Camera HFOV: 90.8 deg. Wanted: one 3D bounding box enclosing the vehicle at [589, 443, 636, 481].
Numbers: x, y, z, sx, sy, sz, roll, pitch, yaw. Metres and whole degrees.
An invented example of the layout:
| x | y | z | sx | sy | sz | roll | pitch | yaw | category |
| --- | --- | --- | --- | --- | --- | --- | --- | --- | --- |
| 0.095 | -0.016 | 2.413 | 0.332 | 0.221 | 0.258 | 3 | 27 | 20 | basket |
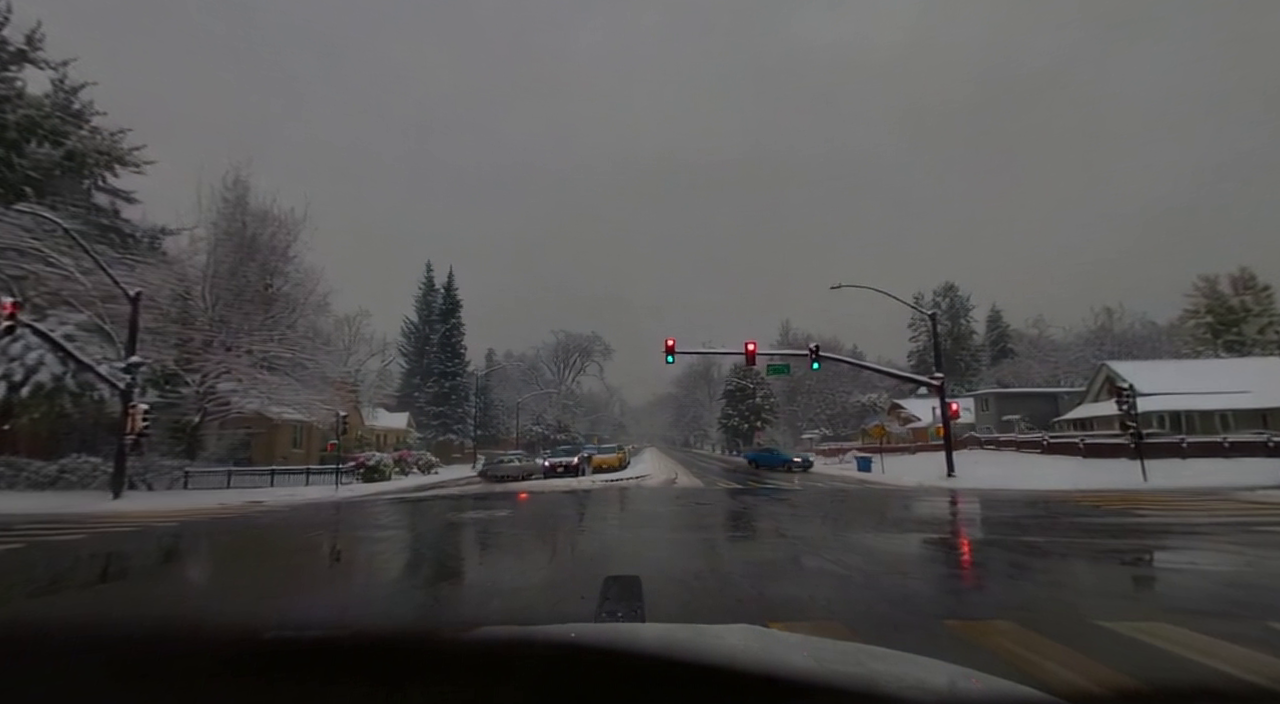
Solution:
| x | y | z | sx | sy | sz | roll | pitch | yaw | category |
| --- | --- | --- | --- | --- | --- | --- | --- | --- | --- |
| -1.509 | 5.924 | 34.424 | 2.355 | 1.868 | 5.125 | 0 | -9 | -2 | vehicle |

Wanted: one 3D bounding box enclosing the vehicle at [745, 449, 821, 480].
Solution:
| x | y | z | sx | sy | sz | roll | pitch | yaw | category |
| --- | --- | --- | --- | --- | --- | --- | --- | --- | --- |
| 7.399 | 5.731 | 32.492 | 2.046 | 1.491 | 4.118 | -8 | -12 | 41 | vehicle |

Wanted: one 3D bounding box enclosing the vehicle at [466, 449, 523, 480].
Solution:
| x | y | z | sx | sy | sz | roll | pitch | yaw | category |
| --- | --- | --- | --- | --- | --- | --- | --- | --- | --- |
| -8.280 | 6.440 | 36.468 | 2.028 | 1.654 | 5.027 | 0 | -9 | 1 | vehicle |

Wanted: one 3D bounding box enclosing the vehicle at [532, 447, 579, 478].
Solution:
| x | y | z | sx | sy | sz | roll | pitch | yaw | category |
| --- | --- | --- | --- | --- | --- | --- | --- | --- | --- |
| -4.861 | 6.427 | 37.103 | 2.091 | 1.707 | 4.157 | 0 | -9 | 1 | vehicle |
